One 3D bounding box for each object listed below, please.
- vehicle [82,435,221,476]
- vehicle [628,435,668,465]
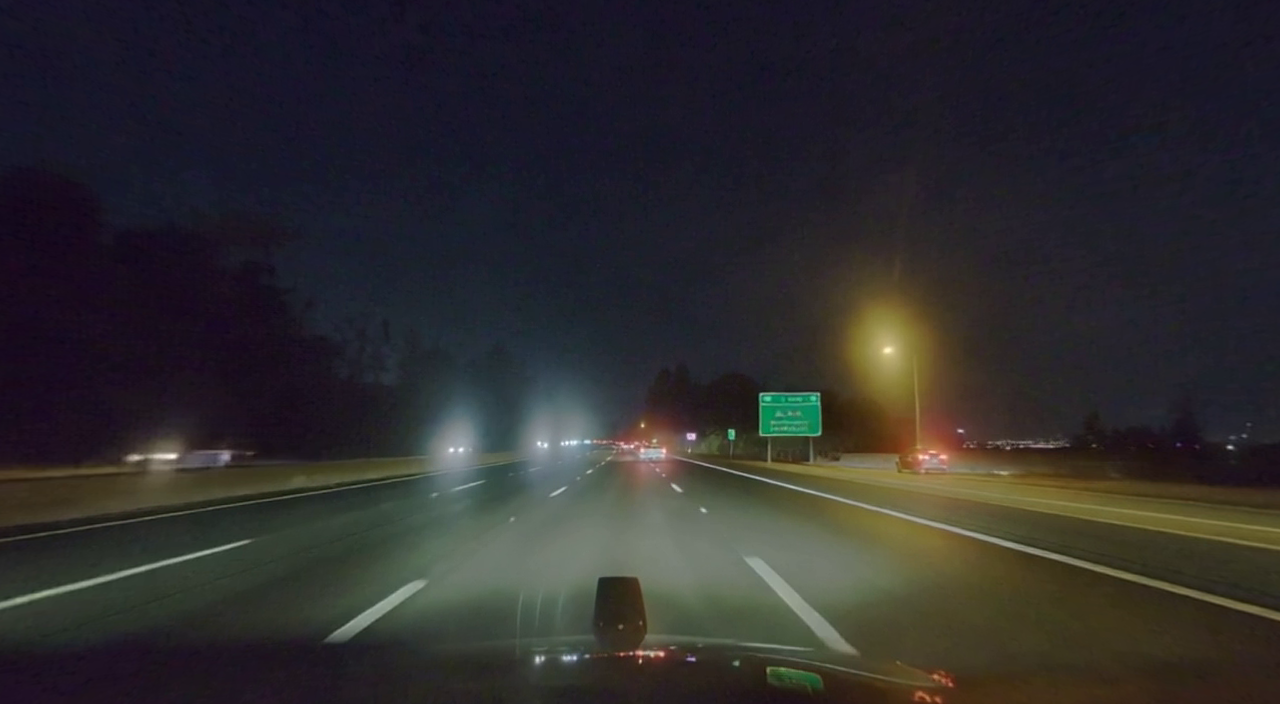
[{"bbox_3d":[-20.522,4.360,26.846,2.042,1.524,4.936,-1,-9,-1],"label":"vehicle"},{"bbox_3d":[0.469,6.777,43.672,2.431,1.916,4.808,0,-9,-3],"label":"vehicle"}]
